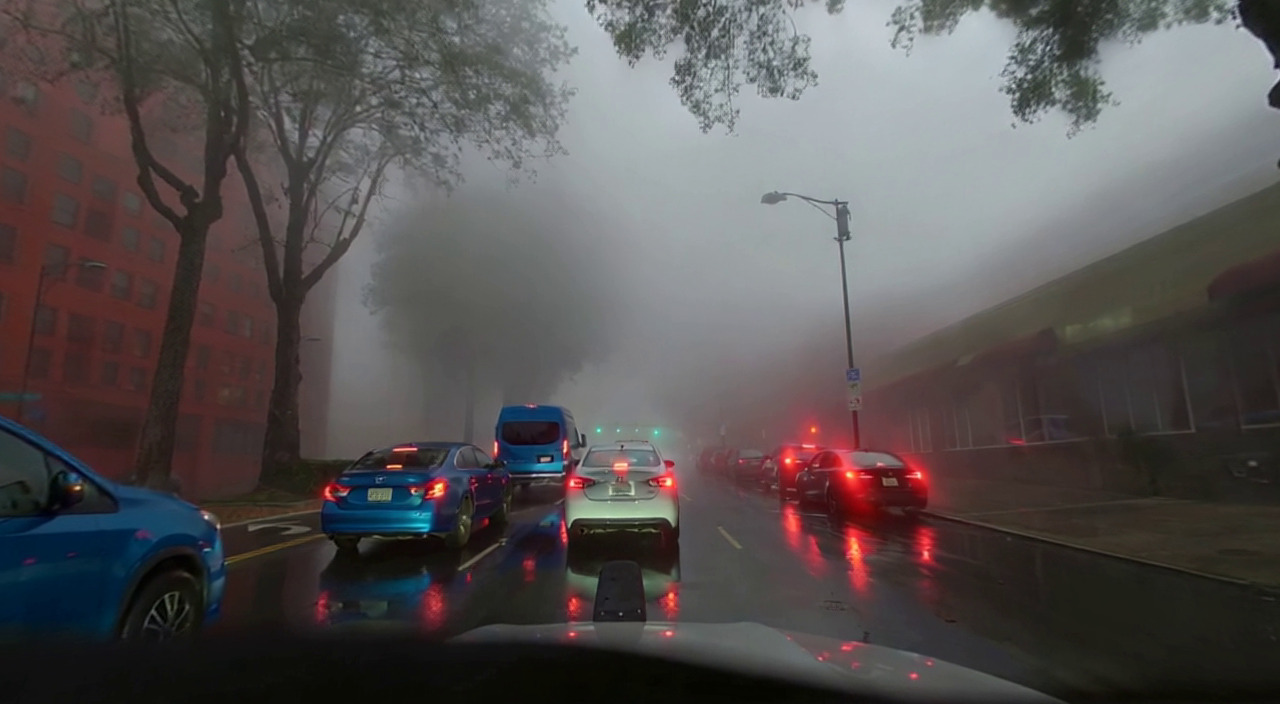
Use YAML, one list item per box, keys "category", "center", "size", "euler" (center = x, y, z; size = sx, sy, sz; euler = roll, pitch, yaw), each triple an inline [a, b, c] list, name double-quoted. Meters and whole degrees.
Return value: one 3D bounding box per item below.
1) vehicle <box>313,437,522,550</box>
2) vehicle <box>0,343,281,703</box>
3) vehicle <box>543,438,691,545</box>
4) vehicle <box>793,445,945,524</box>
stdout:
- category: "vehicle"
  center: [-3.535, 2.323, 11.078]
  size: [1.995, 1.554, 4.426]
  euler: [0, -9, 1]
- category: "vehicle"
  center: [-3.724, 0.787, 2.169]
  size: [2.140, 1.768, 4.685]
  euler: [0, -9, 1]
- category: "vehicle"
  center: [-0.360, 2.340, 11.247]
  size: [2.152, 1.518, 4.113]
  euler: [0, -9, -1]
- category: "vehicle"
  center: [4.904, 2.854, 14.179]
  size: [1.832, 1.491, 4.054]
  euler: [1, -9, -1]
